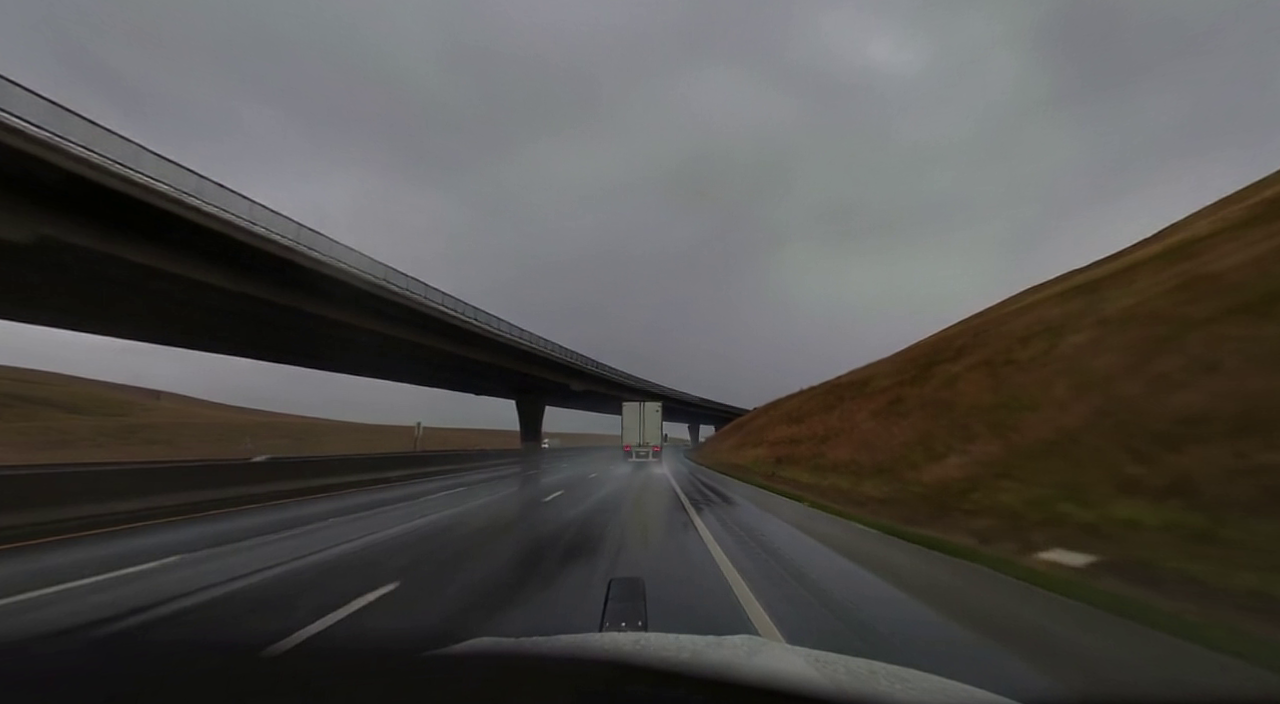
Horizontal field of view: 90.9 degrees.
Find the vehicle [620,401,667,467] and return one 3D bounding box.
[{"bbox_3d":[0.192,5.812,44.024,2.866,4.014,11.261,0,-8,0],"label":"vehicle"}]
